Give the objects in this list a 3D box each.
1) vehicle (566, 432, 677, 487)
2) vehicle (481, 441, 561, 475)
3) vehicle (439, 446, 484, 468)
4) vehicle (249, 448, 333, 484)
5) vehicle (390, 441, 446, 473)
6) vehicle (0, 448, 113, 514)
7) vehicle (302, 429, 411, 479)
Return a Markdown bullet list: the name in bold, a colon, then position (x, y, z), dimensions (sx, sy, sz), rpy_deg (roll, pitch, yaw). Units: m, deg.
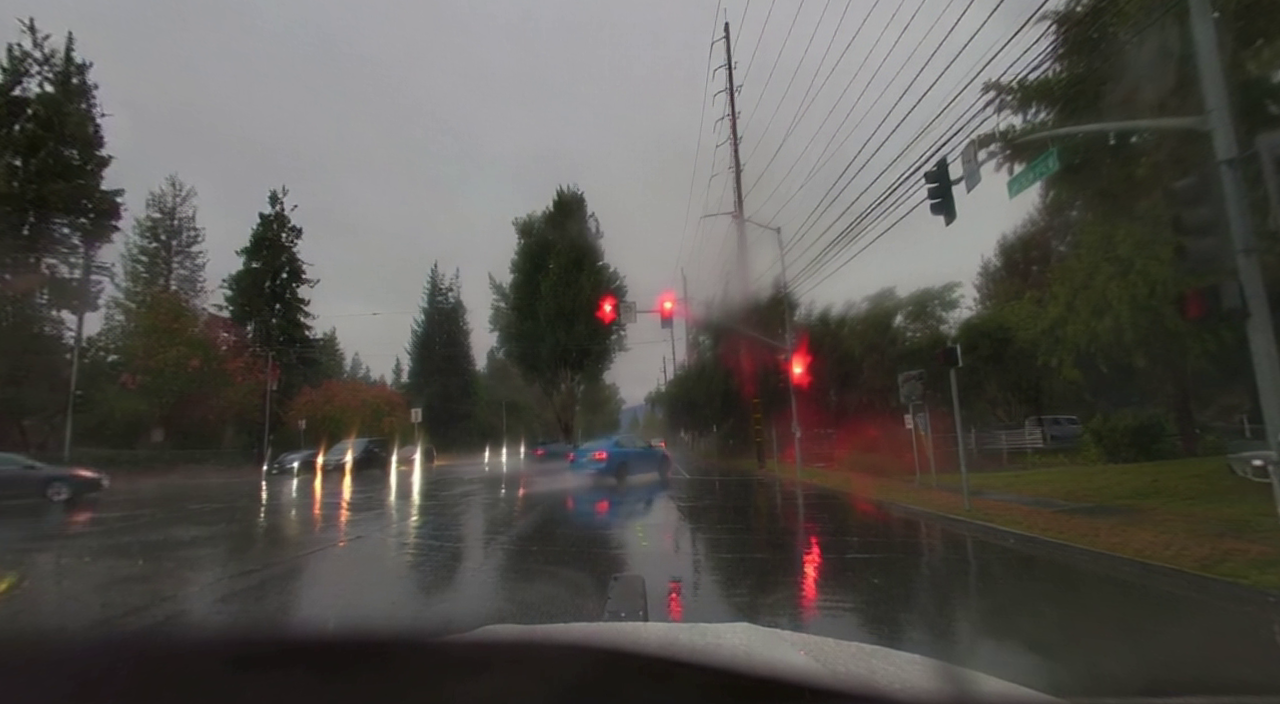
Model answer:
- **vehicle**: position (-0.494, 3.648, 21.713), dimensions (2.051, 1.666, 4.607), rpy_deg (-4, -9, 23)
- **vehicle**: position (-5.604, 5.062, 30.238), dimensions (1.904, 1.482, 4.603), rpy_deg (-3, -9, 15)
- **vehicle**: position (-12.680, 7.485, 44.908), dimensions (1.841, 1.477, 4.485), rpy_deg (0, -8, 1)
- **vehicle**: position (-17.099, 5.588, 31.020), dimensions (1.942, 1.477, 3.957), rpy_deg (-4, -9, 0)
- **vehicle**: position (-13.227, 6.303, 37.633), dimensions (1.772, 1.647, 4.221), rpy_deg (-4, -9, 0)
- **vehicle**: position (-15.435, 2.976, 14.549), dimensions (4.531, 1.446, 1.846), rpy_deg (4, -10, -28)
- **vehicle**: position (-13.119, 4.767, 29.626), dimensions (2.350, 2.104, 5.828), rpy_deg (0, -8, 1)
